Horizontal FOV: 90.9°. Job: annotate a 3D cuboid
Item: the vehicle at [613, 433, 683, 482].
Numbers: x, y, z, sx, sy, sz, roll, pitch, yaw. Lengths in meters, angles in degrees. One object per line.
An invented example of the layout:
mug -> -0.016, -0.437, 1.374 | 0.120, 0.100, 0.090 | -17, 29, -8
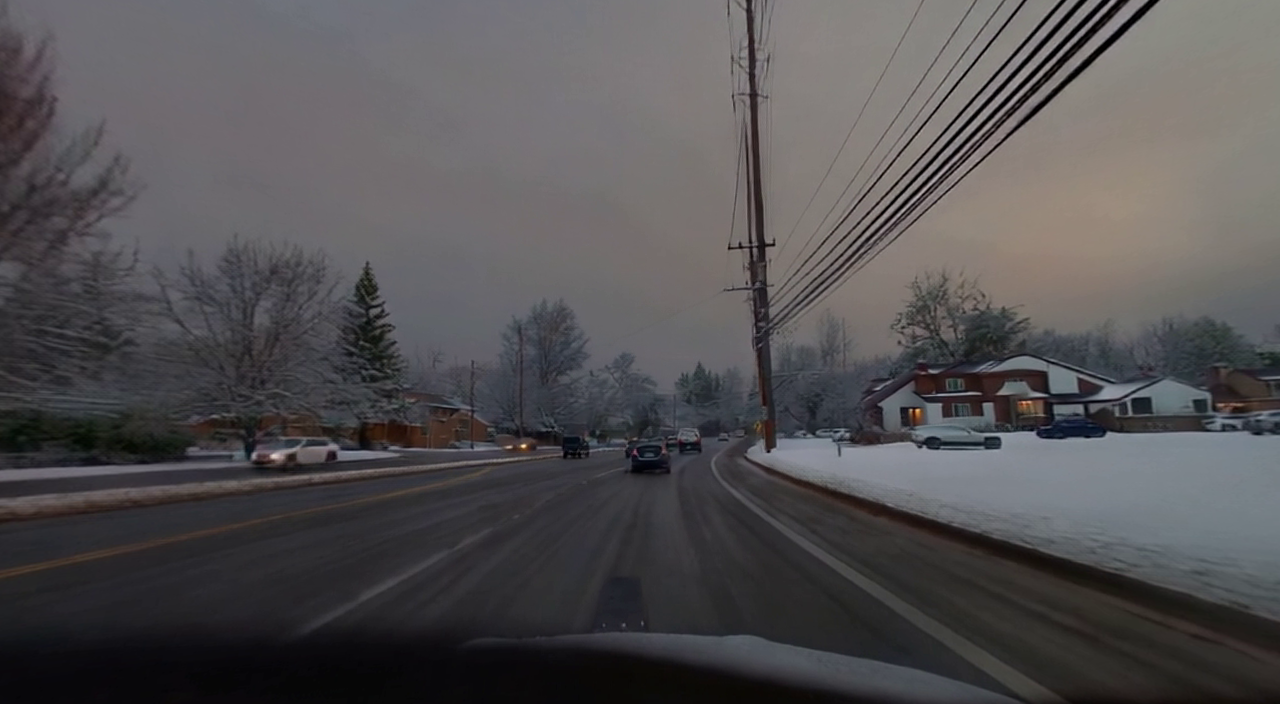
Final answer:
vehicle -> 0.368, 3.552, 21.439 | 2.117, 1.474, 4.036 | -1, -9, 4

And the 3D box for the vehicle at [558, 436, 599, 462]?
vehicle -> -3.777, 6.047, 39.234 | 1.983, 1.485, 4.159 | -1, -9, 2

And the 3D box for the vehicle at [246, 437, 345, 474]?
vehicle -> -17.527, 5.300, 32.382 | 2.081, 1.739, 4.704 | -1, -9, 6
